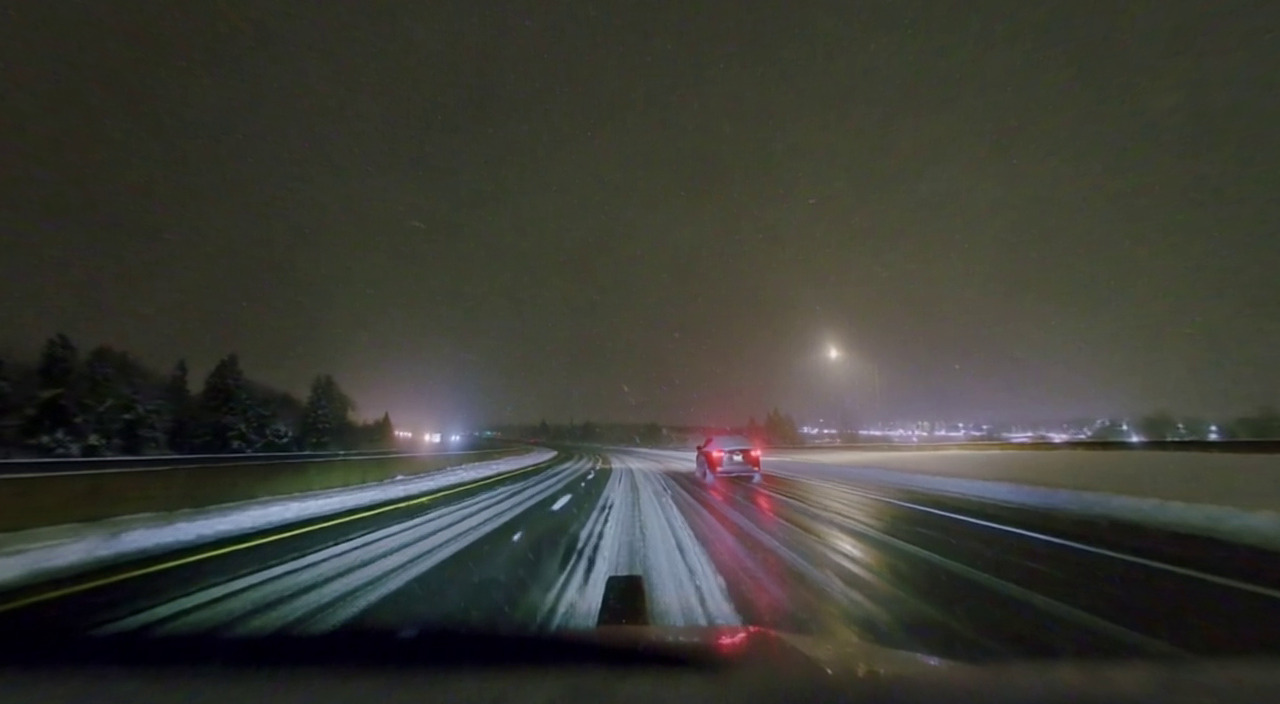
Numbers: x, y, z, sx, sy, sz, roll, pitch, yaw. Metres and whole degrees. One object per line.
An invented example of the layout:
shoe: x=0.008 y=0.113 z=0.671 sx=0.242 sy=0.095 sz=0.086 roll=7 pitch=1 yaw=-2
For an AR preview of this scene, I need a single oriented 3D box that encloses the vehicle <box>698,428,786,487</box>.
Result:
vehicle: x=3.183 y=3.401 z=20.602 sx=2.059 sy=1.715 sz=4.192 roll=0 pitch=-8 yaw=-2
